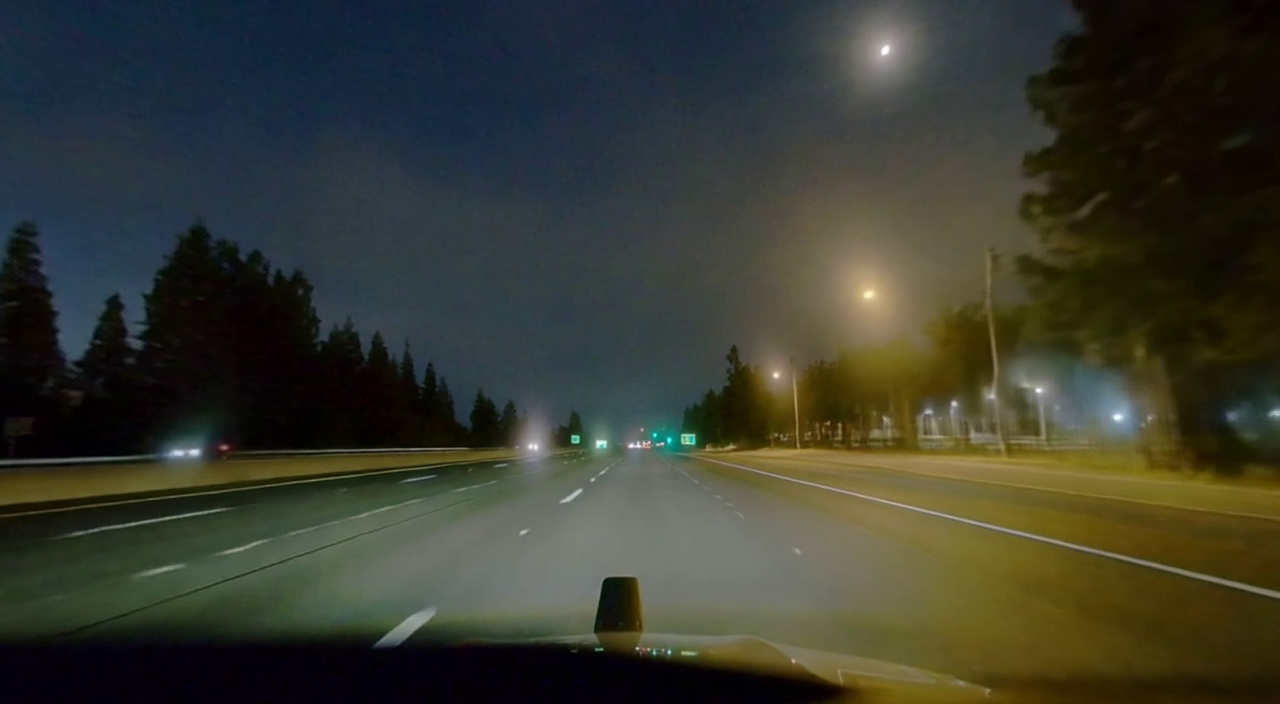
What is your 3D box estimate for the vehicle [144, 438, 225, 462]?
[{"bbox_3d":[-35.957,7.788,49.935,2.097,1.760,5.630,0,-9,1],"label":"vehicle"}]
